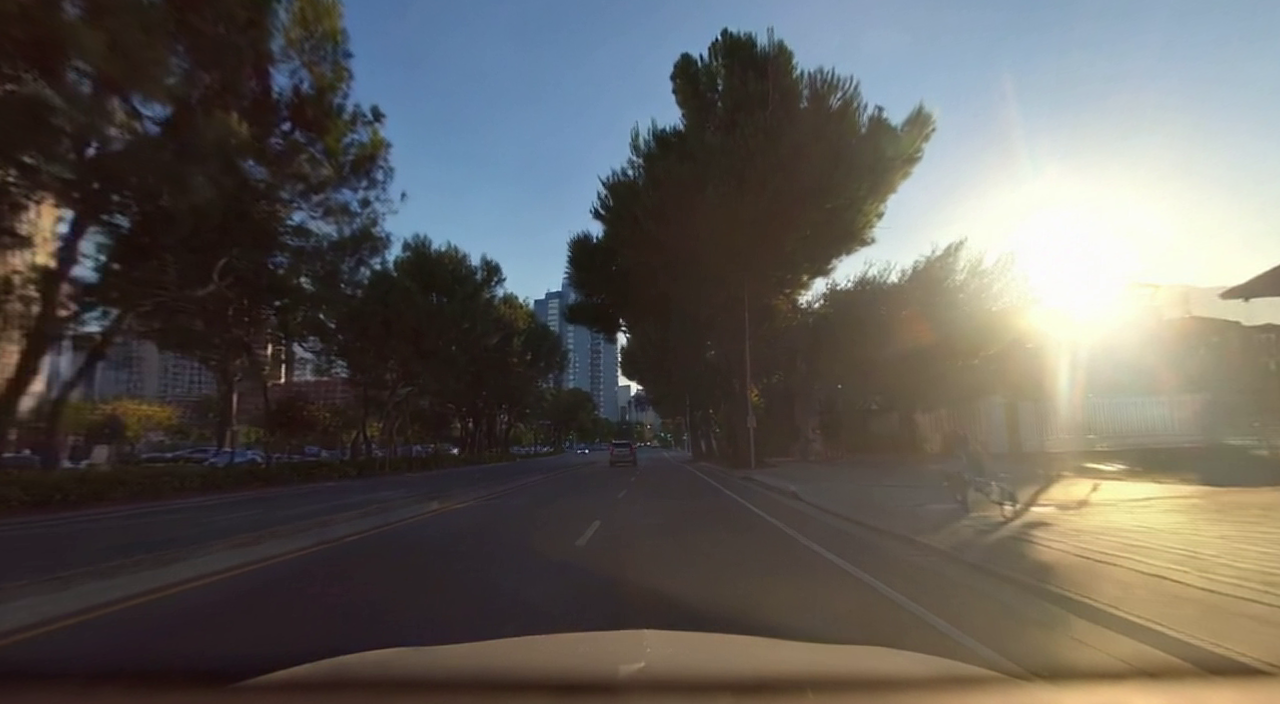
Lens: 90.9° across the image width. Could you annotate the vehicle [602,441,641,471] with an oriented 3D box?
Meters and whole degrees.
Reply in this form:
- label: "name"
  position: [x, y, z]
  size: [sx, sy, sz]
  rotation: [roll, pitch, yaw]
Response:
- label: "vehicle"
  position: [-1.134, 6.828, 41.623]
  size: [2.294, 1.859, 5.127]
  rotation: [0, -9, 2]
